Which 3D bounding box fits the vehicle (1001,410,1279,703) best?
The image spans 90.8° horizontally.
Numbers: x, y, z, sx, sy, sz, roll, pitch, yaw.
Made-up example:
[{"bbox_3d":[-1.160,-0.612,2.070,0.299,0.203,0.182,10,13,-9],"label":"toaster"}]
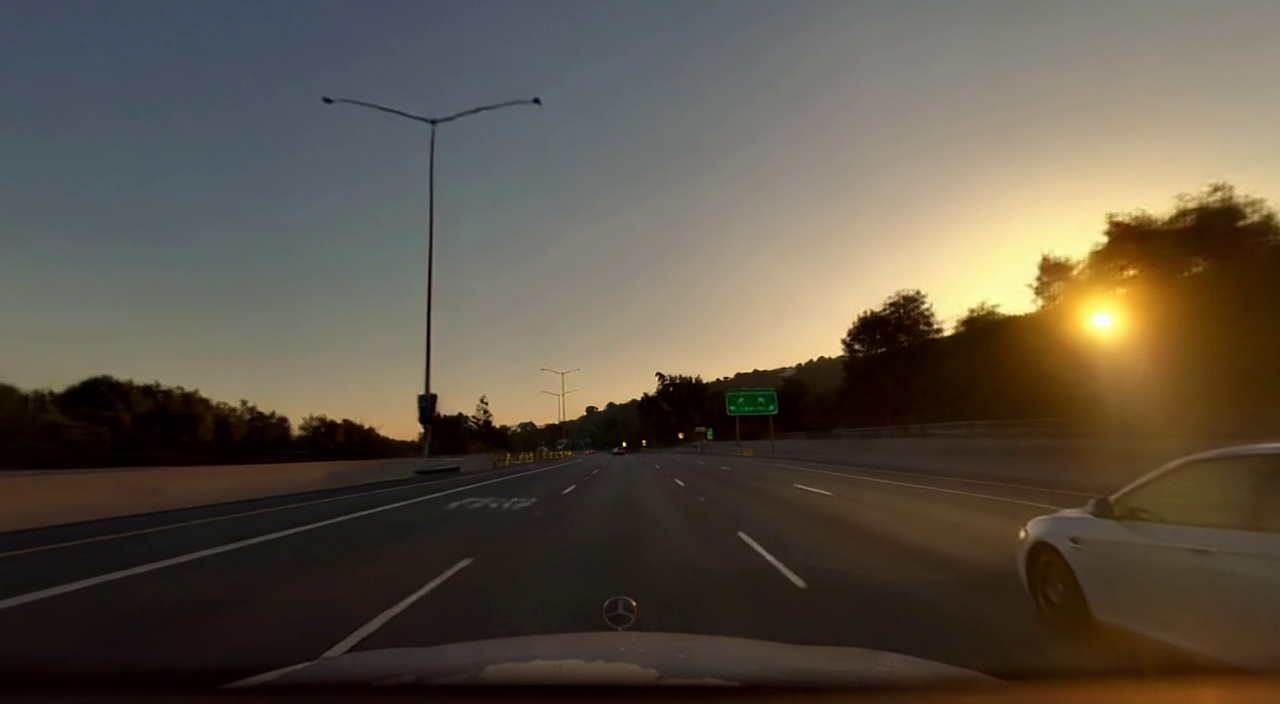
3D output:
[{"bbox_3d":[3.852,0.924,2.243,2.217,1.477,4.817,0,-8,-1],"label":"vehicle"}]
